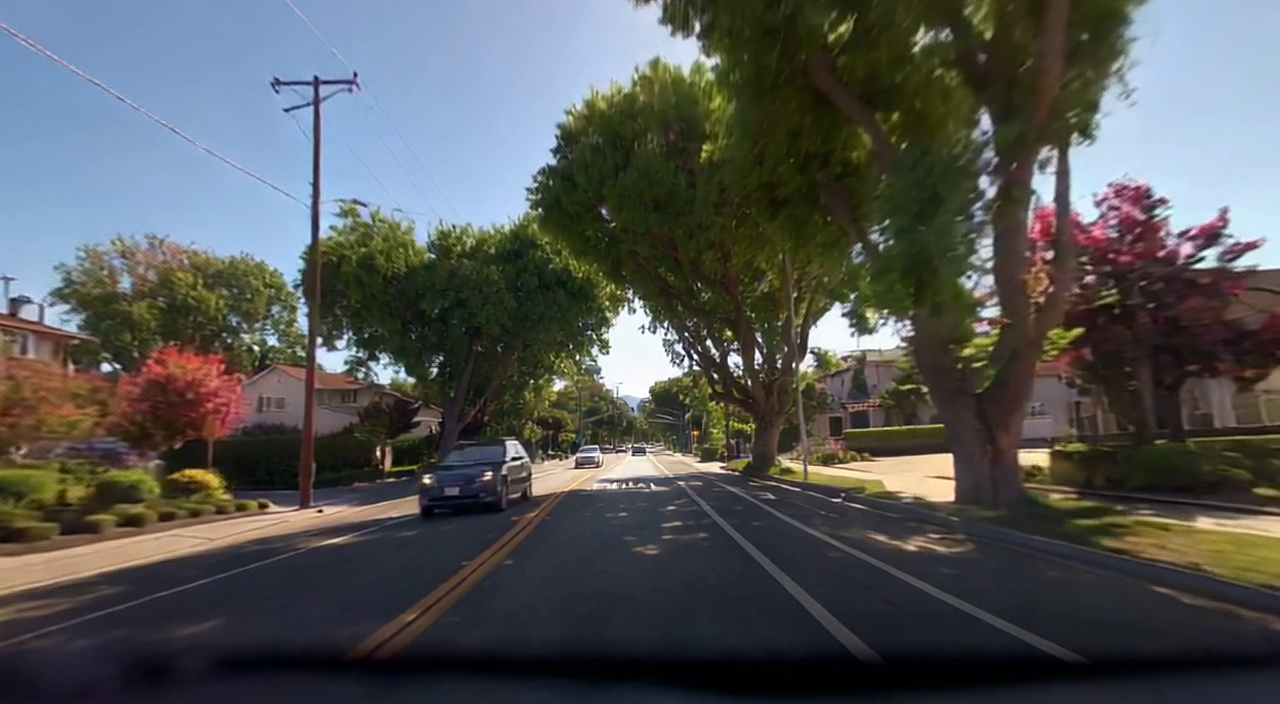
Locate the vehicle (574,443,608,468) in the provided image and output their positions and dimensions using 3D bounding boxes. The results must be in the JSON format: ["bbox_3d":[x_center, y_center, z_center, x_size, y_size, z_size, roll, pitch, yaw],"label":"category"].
[{"bbox_3d":[-3.649,7.770,47.699,2.059,1.743,4.618,0,-9,1],"label":"vehicle"}]

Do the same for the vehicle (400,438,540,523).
[{"bbox_3d":[-3.578,2.773,14.179,1.974,1.604,4.156,0,-9,0],"label":"vehicle"}]
